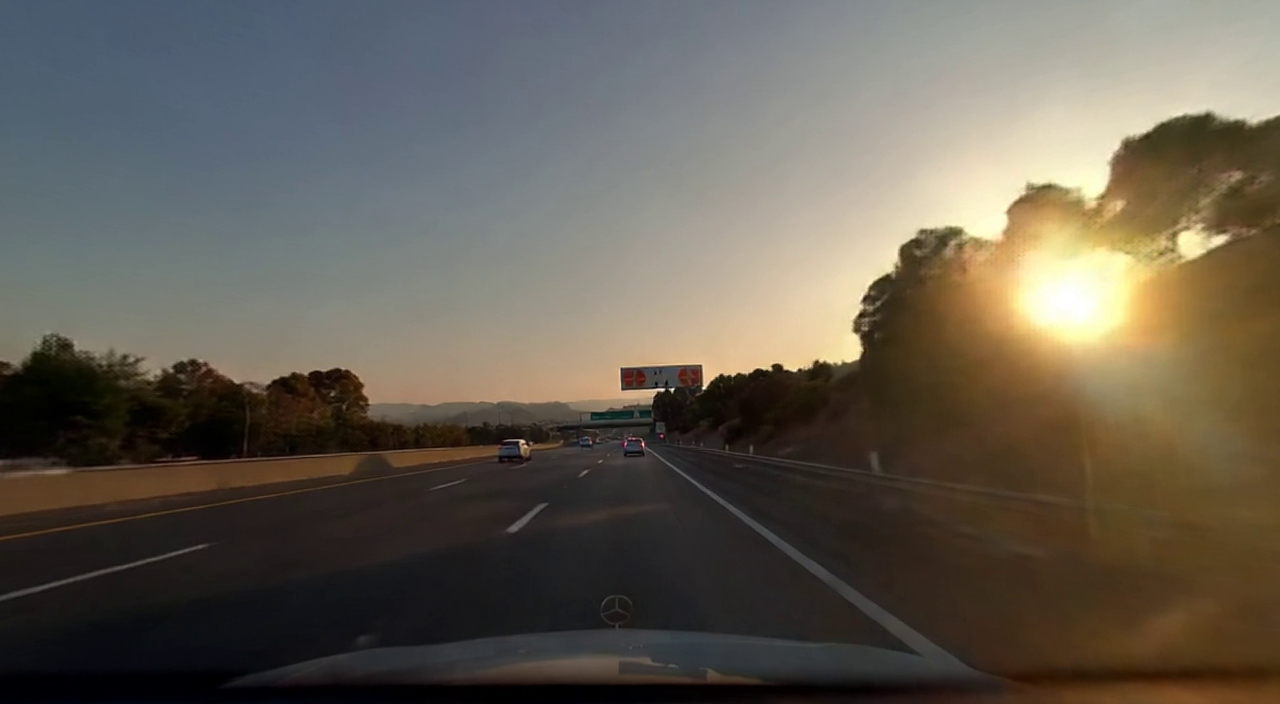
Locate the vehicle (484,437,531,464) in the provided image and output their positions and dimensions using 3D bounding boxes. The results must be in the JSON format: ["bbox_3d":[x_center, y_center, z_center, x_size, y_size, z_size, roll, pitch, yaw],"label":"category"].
[{"bbox_3d":[-8.044,6.017,38.563,1.939,1.504,4.727,0,-8,-1],"label":"vehicle"}]

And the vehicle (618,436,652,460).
[{"bbox_3d":[-0.334,6.008,39.485,2.072,1.440,3.690,0,-8,-1],"label":"vehicle"}]
